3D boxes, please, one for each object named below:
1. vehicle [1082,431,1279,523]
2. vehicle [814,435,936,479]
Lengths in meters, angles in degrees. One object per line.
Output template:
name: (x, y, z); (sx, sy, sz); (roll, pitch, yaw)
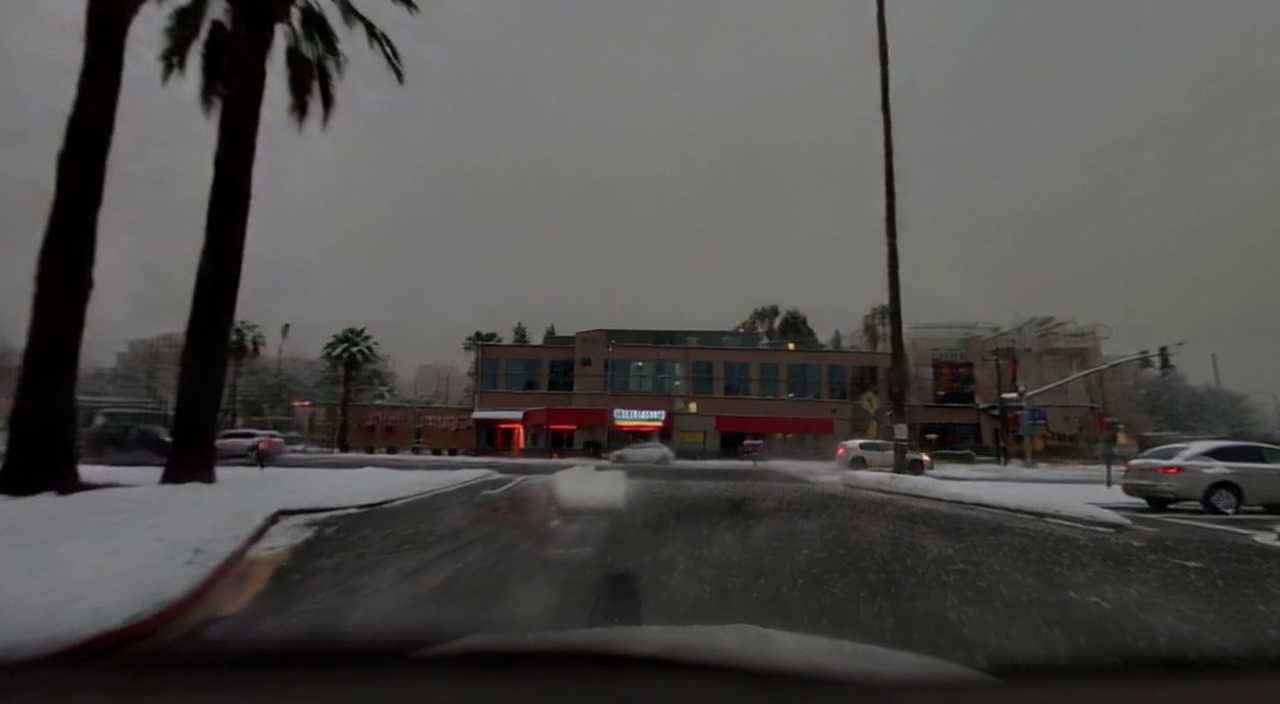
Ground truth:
vehicle: (11.932, 2.558, 13.399); (1.870, 1.611, 3.978); (1, -9, -8)
vehicle: (9.881, 4.445, 26.775); (4.211, 1.756, 2.158); (2, -9, -8)
